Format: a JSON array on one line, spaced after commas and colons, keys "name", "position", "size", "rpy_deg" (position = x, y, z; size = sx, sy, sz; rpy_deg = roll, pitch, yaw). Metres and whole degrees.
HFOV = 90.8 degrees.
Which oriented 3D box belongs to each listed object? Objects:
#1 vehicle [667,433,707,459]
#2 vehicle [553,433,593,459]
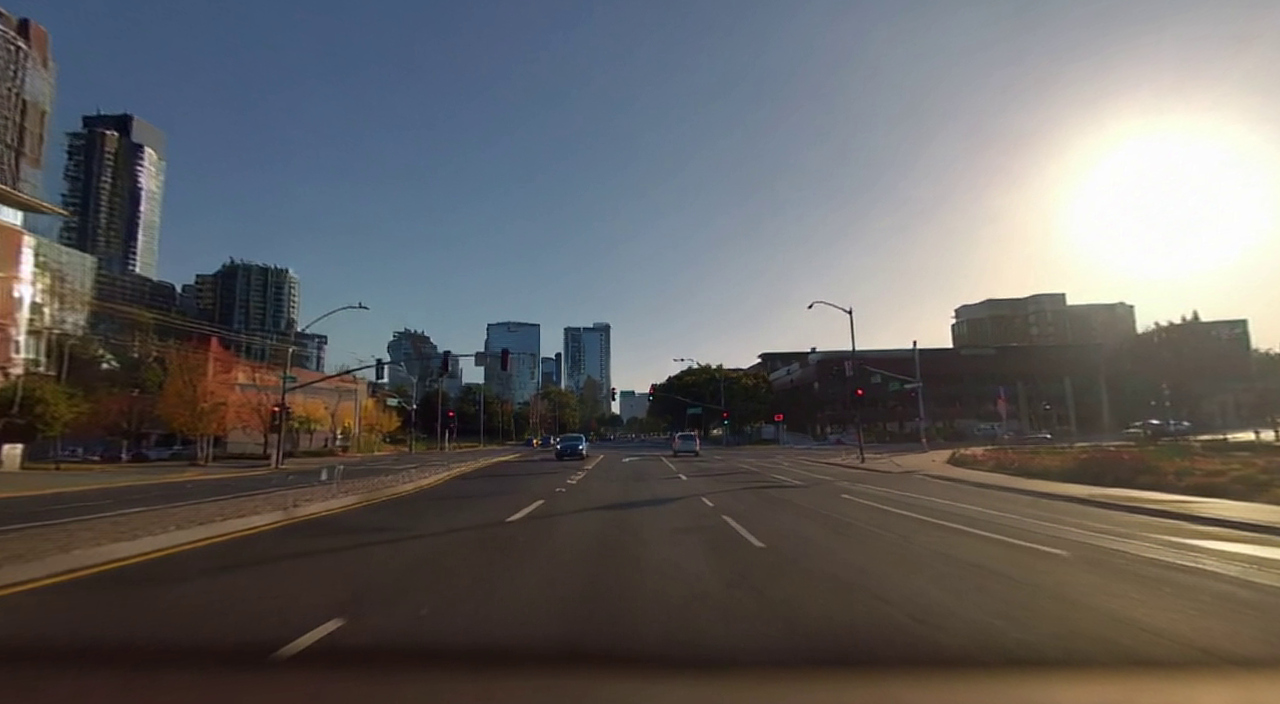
[{"name": "vehicle", "position": [2.843, 5.858, 39.296], "size": [2.130, 1.524, 4.722], "rpy_deg": [0, -8, 0]}, {"name": "vehicle", "position": [-4.161, 5.881, 39.706], "size": [1.973, 1.526, 4.533], "rpy_deg": [0, -8, 0]}]
